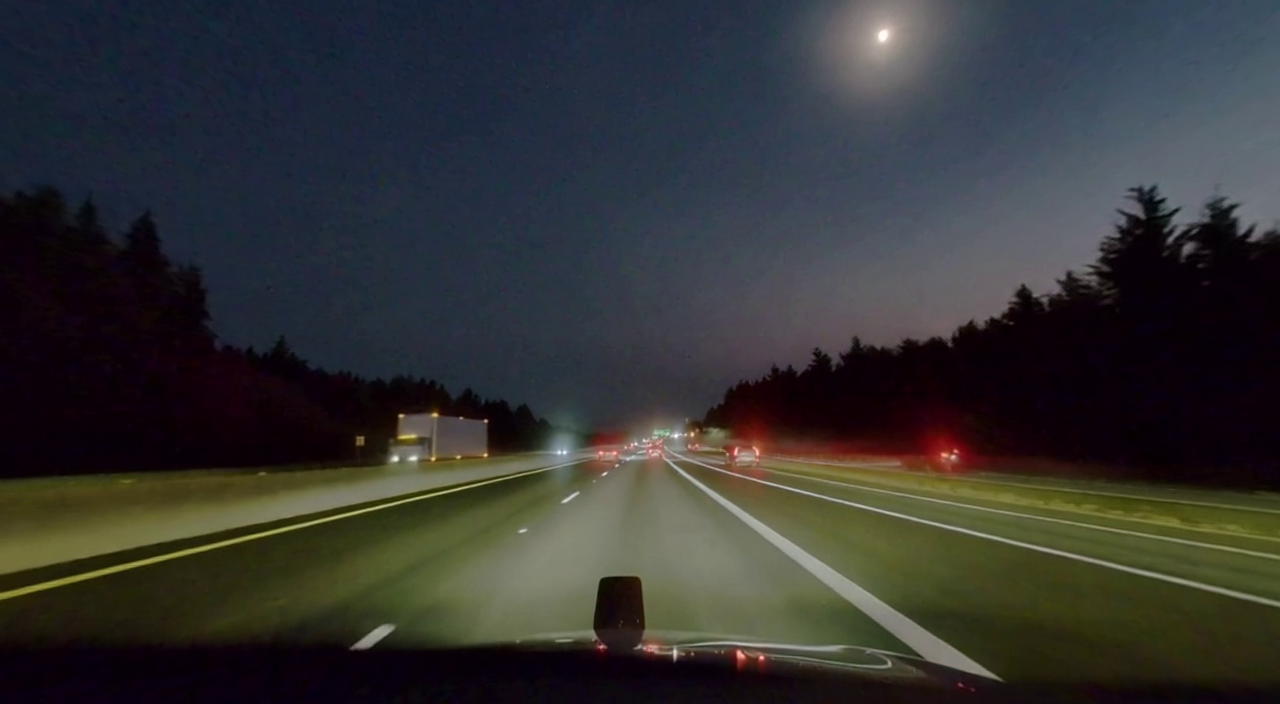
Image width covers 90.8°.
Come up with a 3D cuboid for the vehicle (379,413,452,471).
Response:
[{"bbox_3d":[-16.436,6.701,46.716,2.991,3.968,5.905,0,-9,2],"label":"vehicle"}]

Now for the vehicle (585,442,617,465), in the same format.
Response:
[{"bbox_3d":[-2.874,7.630,47.702,2.037,1.638,4.274,0,-8,1],"label":"vehicle"}]

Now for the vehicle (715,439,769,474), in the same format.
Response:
[{"bbox_3d":[5.128,5.300,32.257,2.021,1.639,4.203,0,-9,-1],"label":"vehicle"}]
